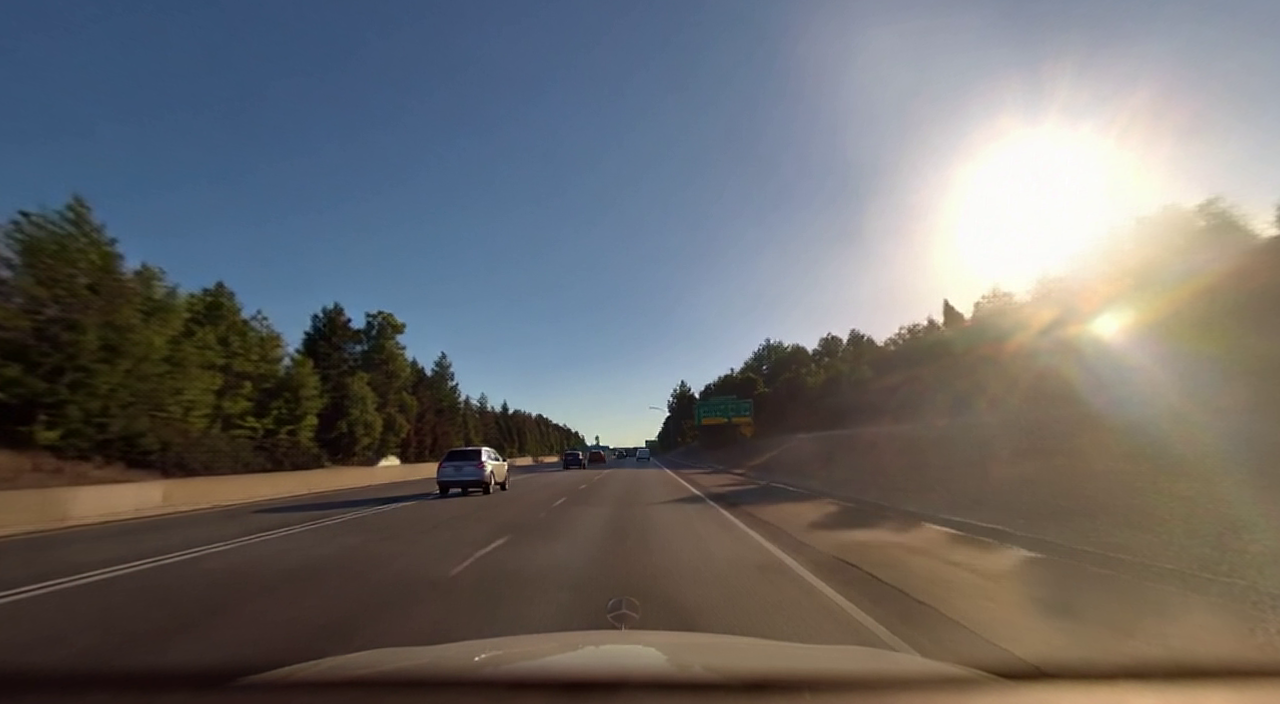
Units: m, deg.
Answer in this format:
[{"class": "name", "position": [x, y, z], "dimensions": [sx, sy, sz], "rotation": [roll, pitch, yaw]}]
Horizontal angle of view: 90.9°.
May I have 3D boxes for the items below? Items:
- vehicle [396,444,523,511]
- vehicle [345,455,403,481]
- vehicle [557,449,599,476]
[{"class": "vehicle", "position": [-4.526, 3.219, 16.640], "dimensions": [1.975, 1.501, 4.603], "rotation": [0, -9, 0]}, {"class": "vehicle", "position": [-17.785, 7.769, 42.395], "dimensions": [1.960, 1.636, 4.304], "rotation": [0, -9, 1]}, {"class": "vehicle", "position": [-3.551, 6.413, 36.751], "dimensions": [2.005, 1.474, 3.921], "rotation": [0, -9, 1]}]
